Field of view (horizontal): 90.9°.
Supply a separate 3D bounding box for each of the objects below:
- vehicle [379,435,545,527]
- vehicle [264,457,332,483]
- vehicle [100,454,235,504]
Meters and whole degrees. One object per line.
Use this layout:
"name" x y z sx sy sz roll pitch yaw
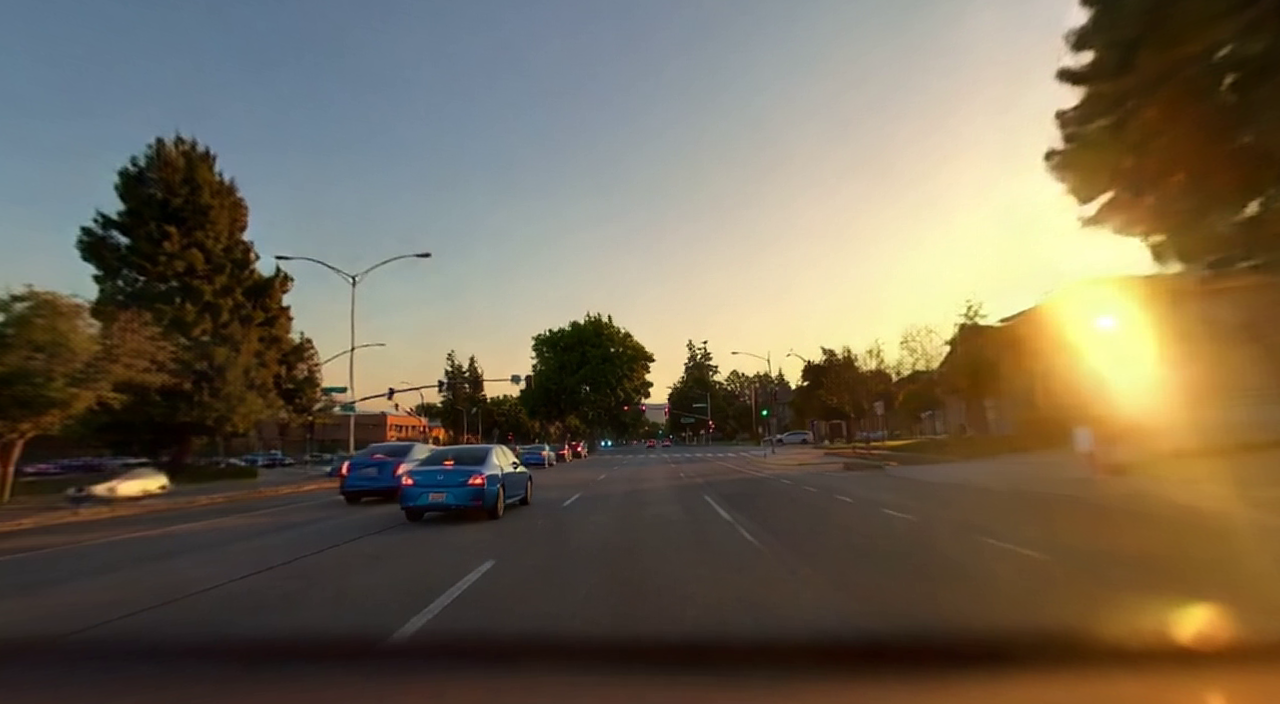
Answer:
"vehicle" -3.245 2.444 12.537 1.924 1.480 4.421 -1 -9 1
"vehicle" -21.622 7.441 40.063 1.757 1.472 4.563 -1 -8 1
"vehicle" -17.911 4.793 24.190 1.832 1.628 4.222 -1 -8 1
